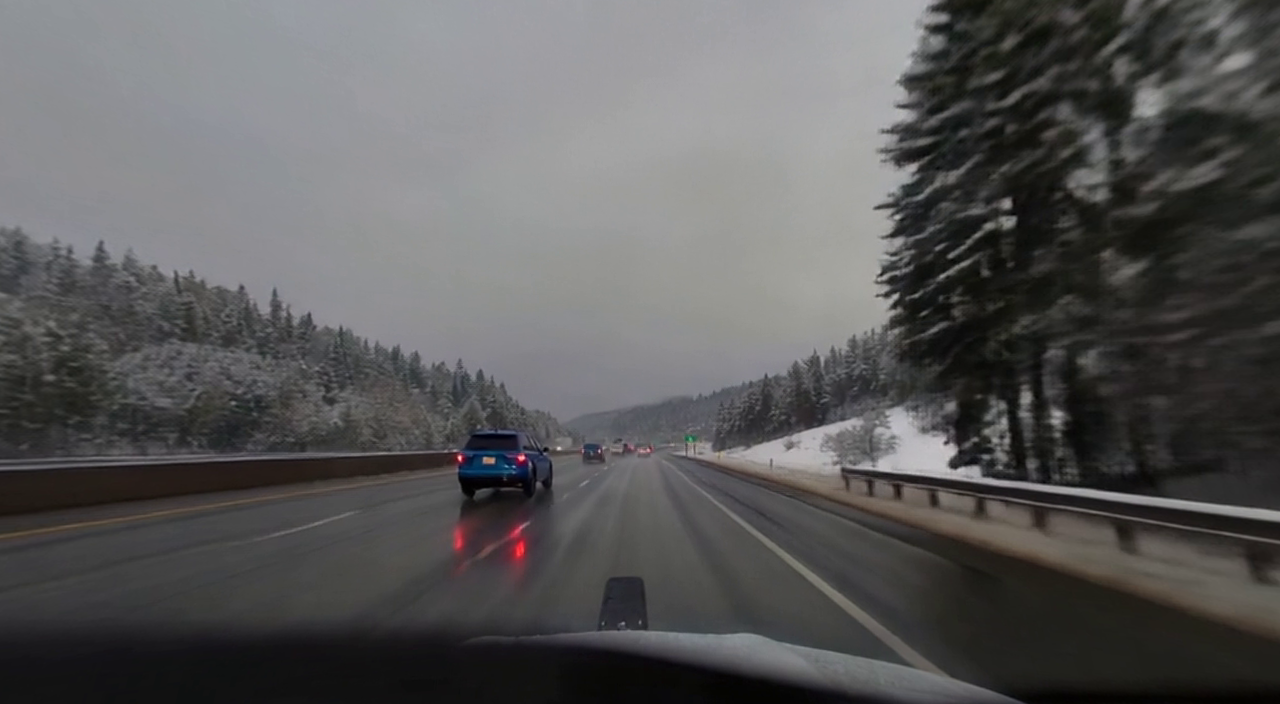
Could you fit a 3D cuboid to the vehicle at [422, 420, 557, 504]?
[{"bbox_3d":[-3.425,2.612,15.390,2.138,1.718,4.415,0,-8,1],"label":"vehicle"}]
